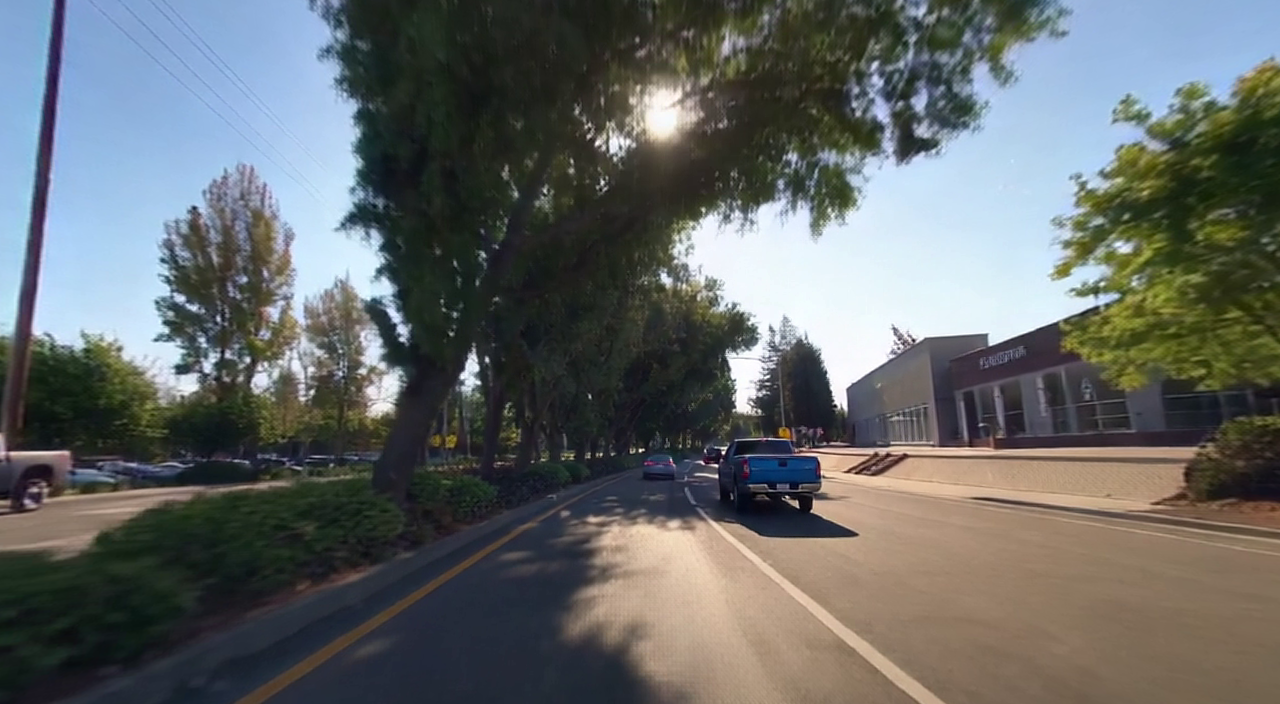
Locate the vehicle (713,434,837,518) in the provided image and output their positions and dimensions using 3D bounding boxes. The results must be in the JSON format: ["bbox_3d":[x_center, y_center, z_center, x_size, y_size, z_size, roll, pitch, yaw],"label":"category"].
[{"bbox_3d":[3.482,3.333,17.587,2.367,1.919,5.651,0,-9,2],"label":"vehicle"}]

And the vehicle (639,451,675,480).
[{"bbox_3d":[1.050,6.534,36.490,1.968,1.521,4.262,0,-9,3],"label":"vehicle"}]

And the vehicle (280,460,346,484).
[{"bbox_3d":[-23.375,8.565,45.186,1.890,1.519,4.431,-1,-9,8],"label":"vehicle"}]
